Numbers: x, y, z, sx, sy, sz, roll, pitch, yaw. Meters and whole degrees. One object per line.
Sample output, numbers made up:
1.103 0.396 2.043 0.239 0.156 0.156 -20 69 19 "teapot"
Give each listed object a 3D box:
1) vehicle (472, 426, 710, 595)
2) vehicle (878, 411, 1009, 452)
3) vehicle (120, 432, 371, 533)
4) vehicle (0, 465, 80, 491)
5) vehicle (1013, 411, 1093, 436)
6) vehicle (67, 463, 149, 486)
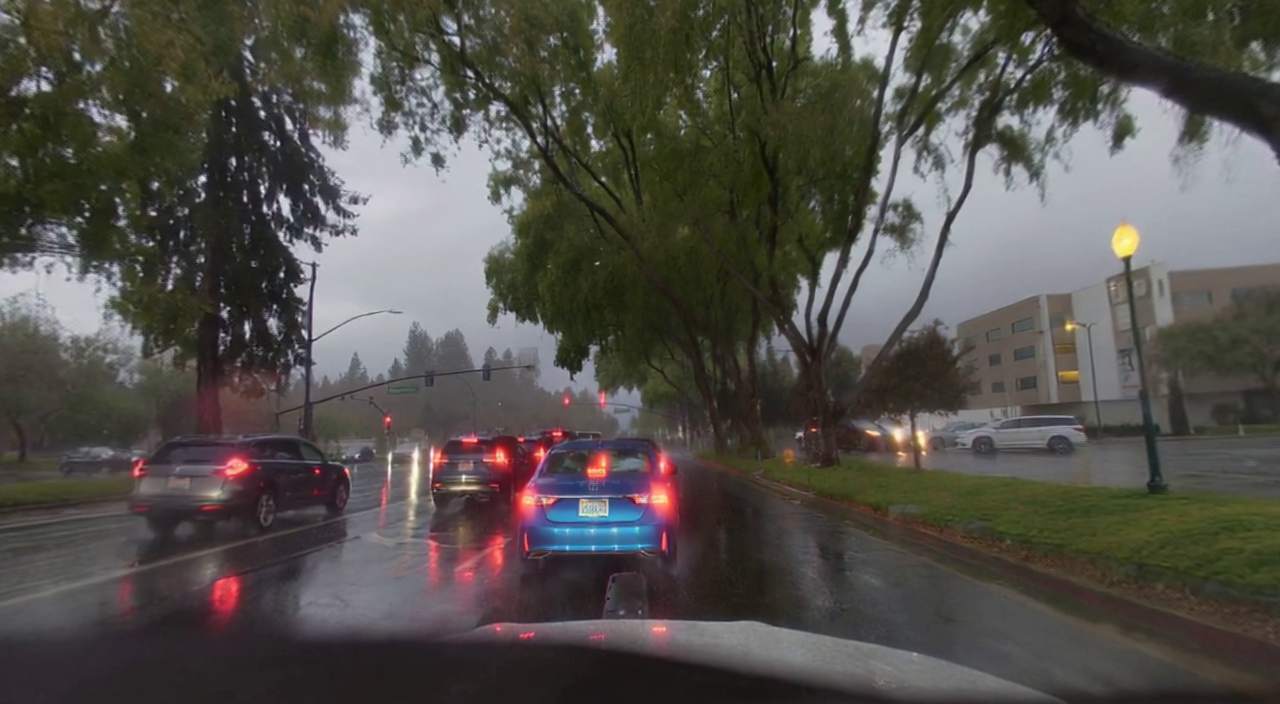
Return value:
-0.420 1.711 7.631 2.104 1.472 3.946 0 -9 0 "vehicle"
13.927 3.704 29.228 4.975 1.809 1.956 0 -9 1 "vehicle"
-7.274 2.429 12.355 2.096 1.593 4.288 0 -9 1 "vehicle"
-36.619 7.550 37.935 4.093 1.440 1.804 0 -9 -2 "vehicle"
30.246 5.264 46.446 4.627 1.671 1.929 -5 -10 28 "vehicle"
-36.410 8.387 43.301 3.918 1.423 1.861 0 -9 1 "vehicle"
